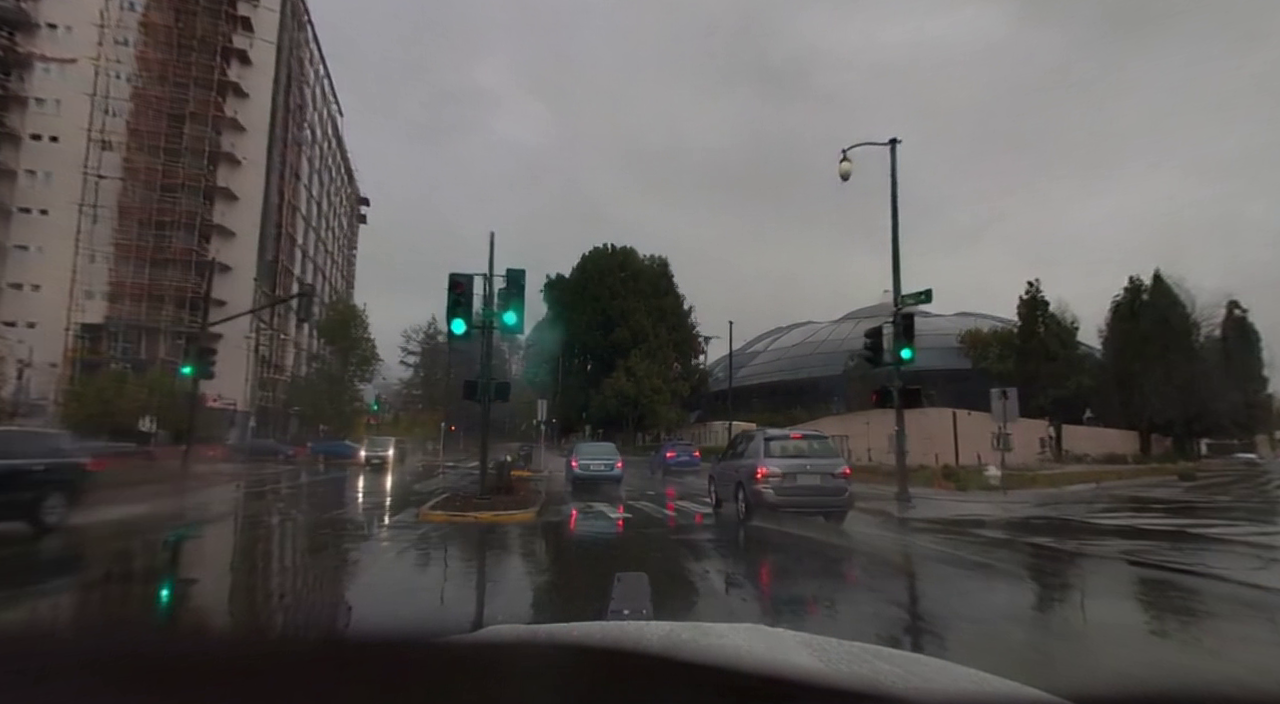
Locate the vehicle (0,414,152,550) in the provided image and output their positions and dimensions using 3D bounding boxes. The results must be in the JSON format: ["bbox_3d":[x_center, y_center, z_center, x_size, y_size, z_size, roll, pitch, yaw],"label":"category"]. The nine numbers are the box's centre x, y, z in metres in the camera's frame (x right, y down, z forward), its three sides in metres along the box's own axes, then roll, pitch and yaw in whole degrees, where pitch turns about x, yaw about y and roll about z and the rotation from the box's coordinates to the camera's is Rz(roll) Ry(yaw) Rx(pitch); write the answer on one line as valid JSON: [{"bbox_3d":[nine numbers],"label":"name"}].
[{"bbox_3d":[-9.193,1.662,8.081,2.303,1.692,4.571,0,-9,-2],"label":"vehicle"}]

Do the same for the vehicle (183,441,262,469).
[{"bbox_3d":[-24.385,5.970,36.759,4.653,1.459,2.228,-5,-10,36],"label":"vehicle"}]

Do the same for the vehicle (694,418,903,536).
[{"bbox_3d":[2.656,2.273,12.150,2.320,1.772,4.872,1,-9,-6],"label":"vehicle"}]

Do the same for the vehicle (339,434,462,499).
[{"bbox_3d":[-6.680,3.223,18.167,2.092,1.629,4.133,0,-9,-3],"label":"vehicle"}]

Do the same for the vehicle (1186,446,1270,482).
[{"bbox_3d":[31.291,5.911,33.722,2.094,1.750,5.139,-5,-10,30],"label":"vehicle"}]

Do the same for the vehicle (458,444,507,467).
[{"bbox_3d":[-11.032,7.268,44.473,2.121,1.513,4.827,0,-9,1],"label":"vehicle"}]

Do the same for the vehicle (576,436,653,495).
[{"bbox_3d":[-0.916,3.507,19.831,2.132,1.632,3.889,1,-9,-6],"label":"vehicle"}]
